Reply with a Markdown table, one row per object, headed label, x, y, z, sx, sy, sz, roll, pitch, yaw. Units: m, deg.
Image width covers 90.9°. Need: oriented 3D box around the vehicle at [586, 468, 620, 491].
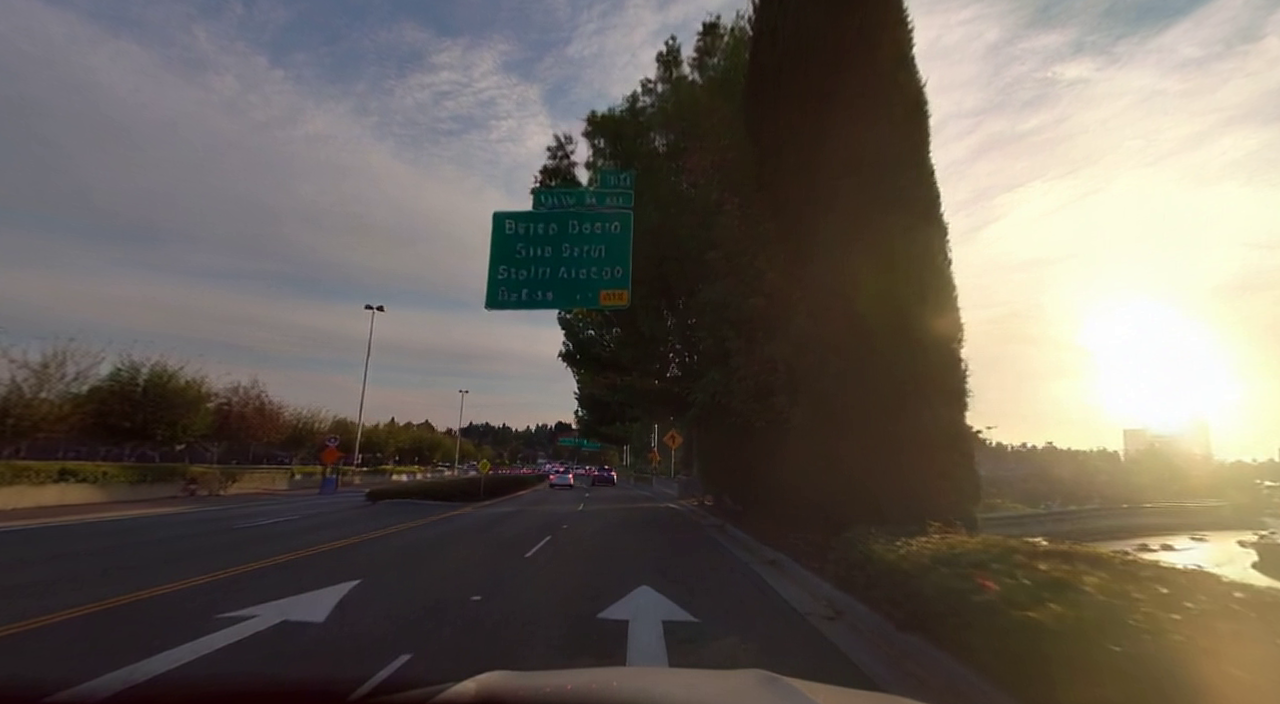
| label | x | y | z | sx | sy | sz | roll | pitch | yaw |
| --- | --- | --- | --- | --- | --- | --- | --- | --- | --- |
| vehicle | -2.660 | 8.976 | 44.582 | 2.129 | 1.471 | 4.258 | 2 | -10 | -6 |
